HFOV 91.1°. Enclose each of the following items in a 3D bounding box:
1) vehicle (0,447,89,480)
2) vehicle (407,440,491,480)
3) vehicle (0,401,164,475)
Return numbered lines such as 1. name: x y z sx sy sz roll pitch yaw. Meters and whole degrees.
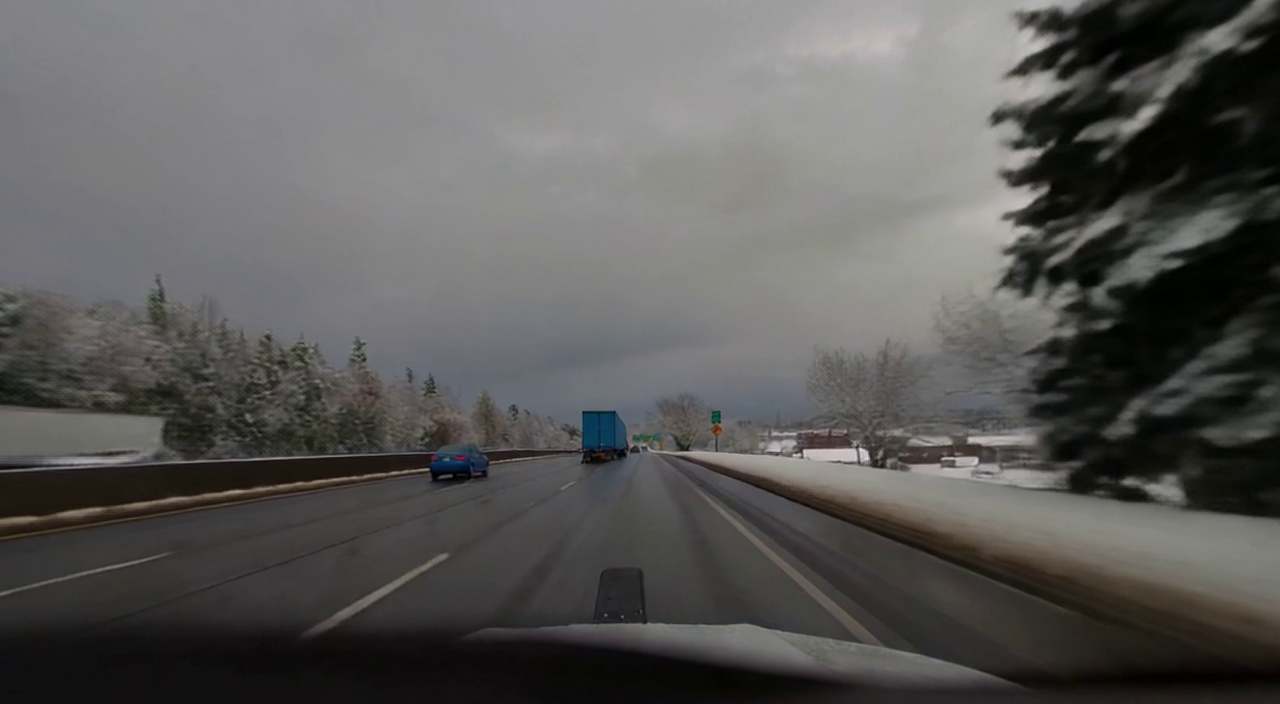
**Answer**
1. vehicle: -32.217 5.852 33.231 1.814 1.504 4.686 0 -8 0
2. vehicle: -7.718 4.385 25.895 1.901 1.467 4.629 0 -8 1
3. vehicle: -36.565 5.174 37.678 2.874 4.045 16.491 0 -8 1
